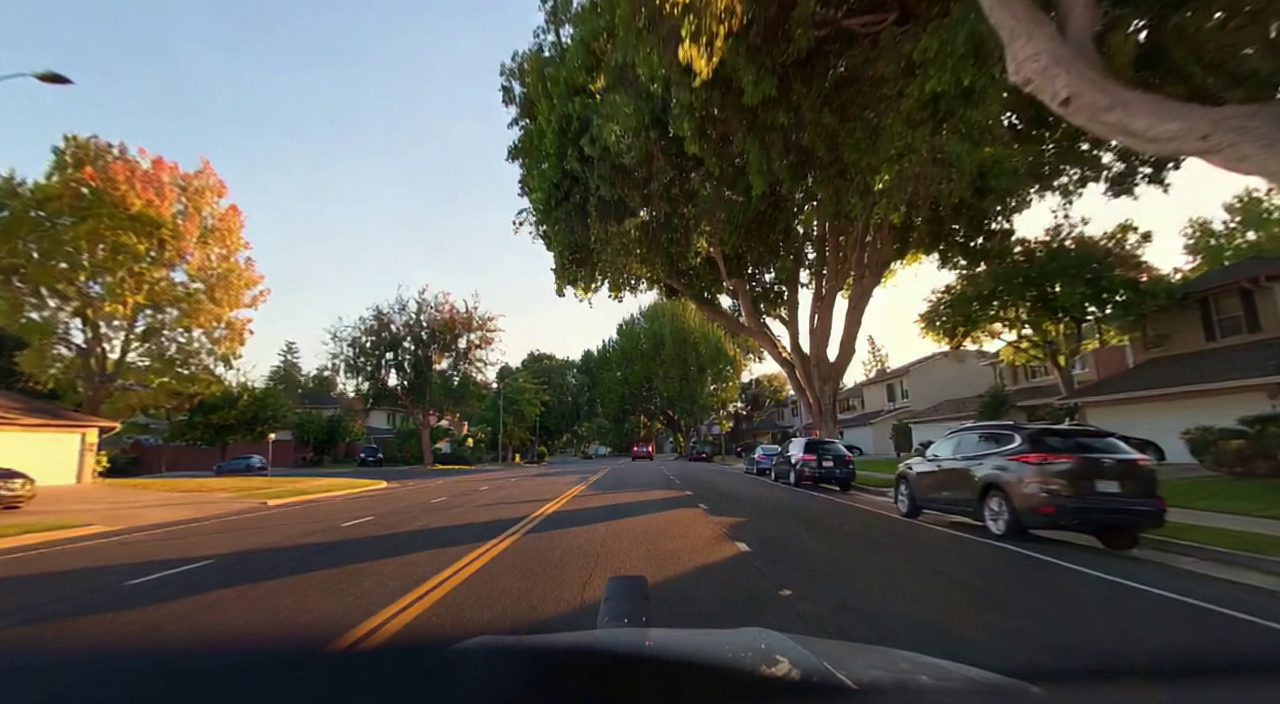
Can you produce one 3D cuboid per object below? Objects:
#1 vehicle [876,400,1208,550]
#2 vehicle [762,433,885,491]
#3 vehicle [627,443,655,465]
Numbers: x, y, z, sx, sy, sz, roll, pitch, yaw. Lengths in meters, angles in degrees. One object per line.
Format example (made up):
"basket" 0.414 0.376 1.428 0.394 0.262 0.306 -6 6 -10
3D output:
"vehicle" 6.601 2.113 11.584 2.260 2.046 5.766 0 -8 0
"vehicle" 6.697 4.113 23.987 2.878 1.927 5.774 0 -8 0
"vehicle" 0.018 8.055 49.823 2.106 1.667 4.367 0 -8 -1
